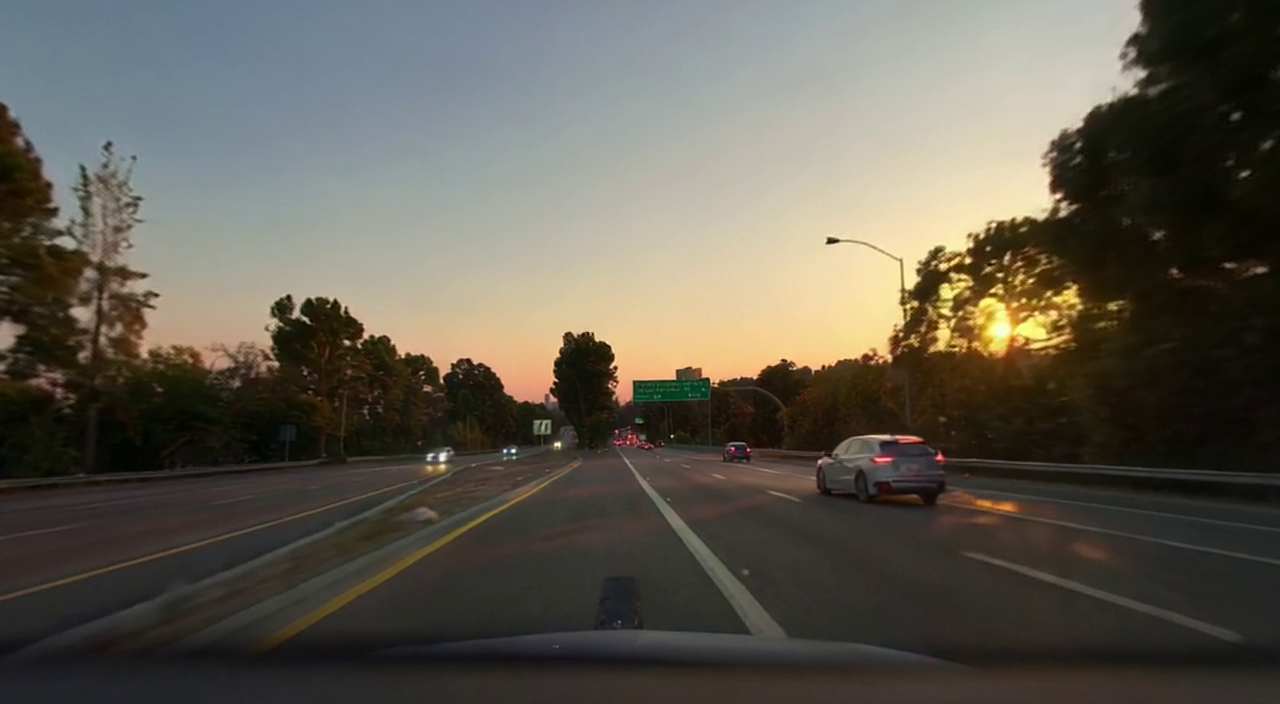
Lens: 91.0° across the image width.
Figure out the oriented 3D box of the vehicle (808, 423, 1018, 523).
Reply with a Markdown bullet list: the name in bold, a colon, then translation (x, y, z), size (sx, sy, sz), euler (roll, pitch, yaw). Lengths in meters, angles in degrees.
- **vehicle**: translation (5.301, 2.414, 13.123), size (2.066, 1.683, 4.675), euler (0, -8, -3)
